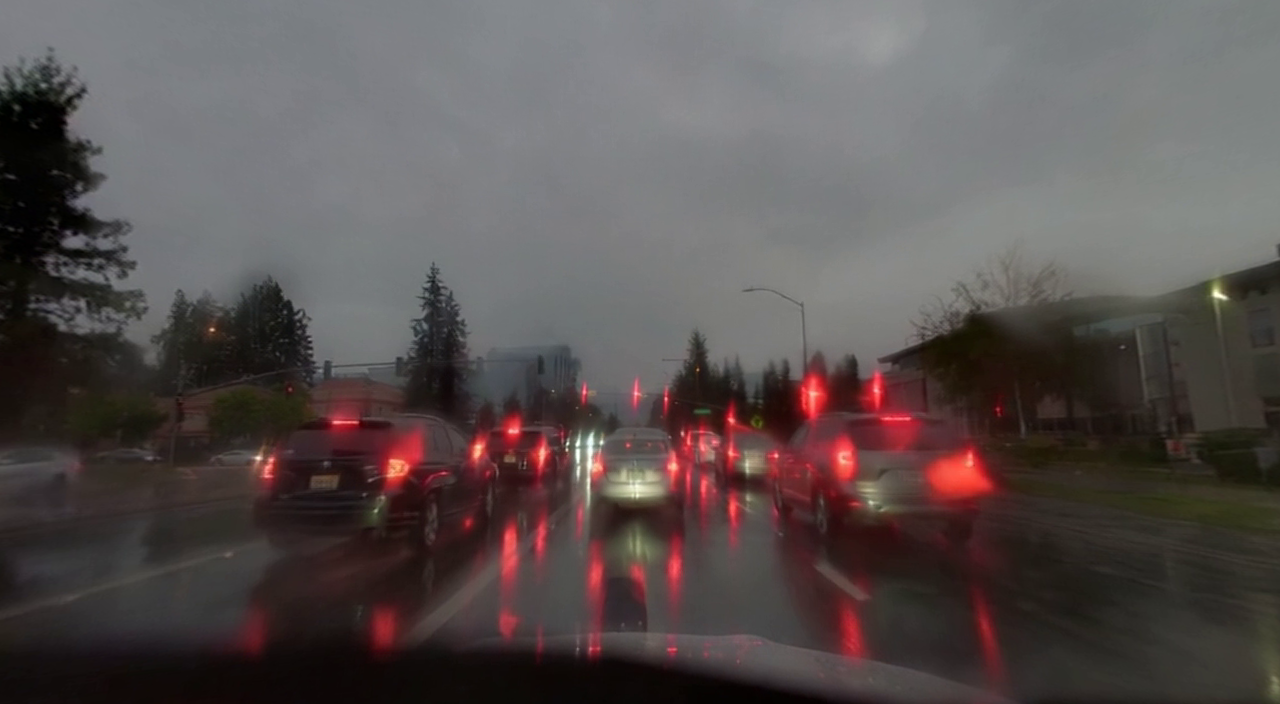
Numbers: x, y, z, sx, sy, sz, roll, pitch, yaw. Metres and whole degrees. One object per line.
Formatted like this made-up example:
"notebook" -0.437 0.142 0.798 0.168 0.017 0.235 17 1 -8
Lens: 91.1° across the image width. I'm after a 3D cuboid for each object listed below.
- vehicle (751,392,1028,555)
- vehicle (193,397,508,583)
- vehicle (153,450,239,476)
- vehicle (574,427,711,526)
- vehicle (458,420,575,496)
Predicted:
"vehicle" 3.246 1.715 9.514 2.141 1.833 4.704 0 -8 -2
"vehicle" -3.142 1.587 8.013 1.912 1.703 4.261 0 -8 1
"vehicle" -32.312 8.038 45.715 5.234 1.767 2.028 -2 -9 13
"vehicle" 0.029 2.136 11.317 2.021 1.461 3.862 0 -8 0
"vehicle" -3.165 2.849 17.234 2.117 1.772 4.619 0 -8 2
